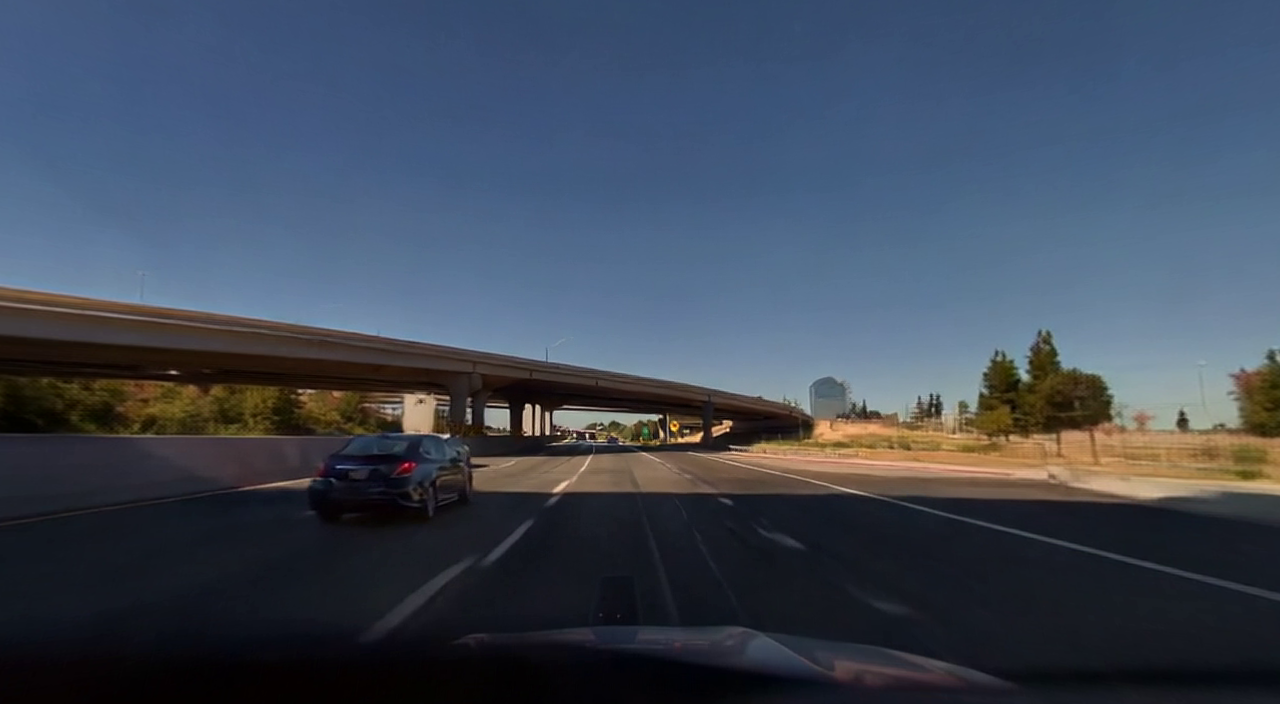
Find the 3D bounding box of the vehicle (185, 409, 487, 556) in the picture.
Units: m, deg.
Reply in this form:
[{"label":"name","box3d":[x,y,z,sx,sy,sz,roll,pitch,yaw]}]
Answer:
[{"label":"vehicle","box3d":[-3.949,1.774,9.420,2.123,1.601,4.887,0,-8,-1]}]
